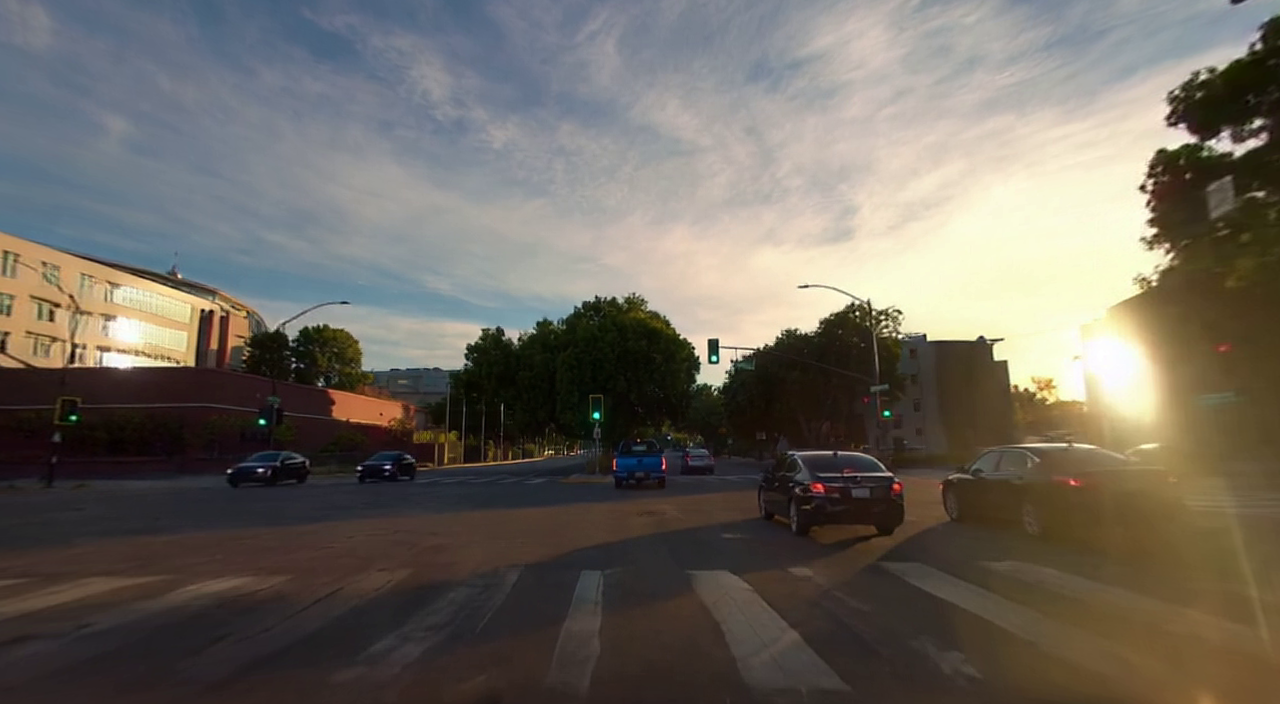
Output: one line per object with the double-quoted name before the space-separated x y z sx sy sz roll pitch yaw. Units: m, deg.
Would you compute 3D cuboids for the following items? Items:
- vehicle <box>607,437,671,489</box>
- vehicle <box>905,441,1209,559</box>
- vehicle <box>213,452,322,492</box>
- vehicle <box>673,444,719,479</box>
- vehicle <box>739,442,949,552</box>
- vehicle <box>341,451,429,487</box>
"vehicle" -0.073 4.419 25.578 2.344 1.883 4.572 0 -8 0
"vehicle" 6.277 2.225 10.379 1.855 1.469 4.598 0 -8 0
"vehicle" -15.532 4.994 26.662 1.915 1.491 4.347 0 -8 0
"vehicle" 3.034 5.979 34.849 2.013 1.742 4.424 0 -8 -1
"vehicle" 3.138 2.307 10.869 2.057 1.463 4.365 0 -8 -1
"vehicle" -11.399 5.230 28.617 1.989 1.459 4.667 0 -8 1
